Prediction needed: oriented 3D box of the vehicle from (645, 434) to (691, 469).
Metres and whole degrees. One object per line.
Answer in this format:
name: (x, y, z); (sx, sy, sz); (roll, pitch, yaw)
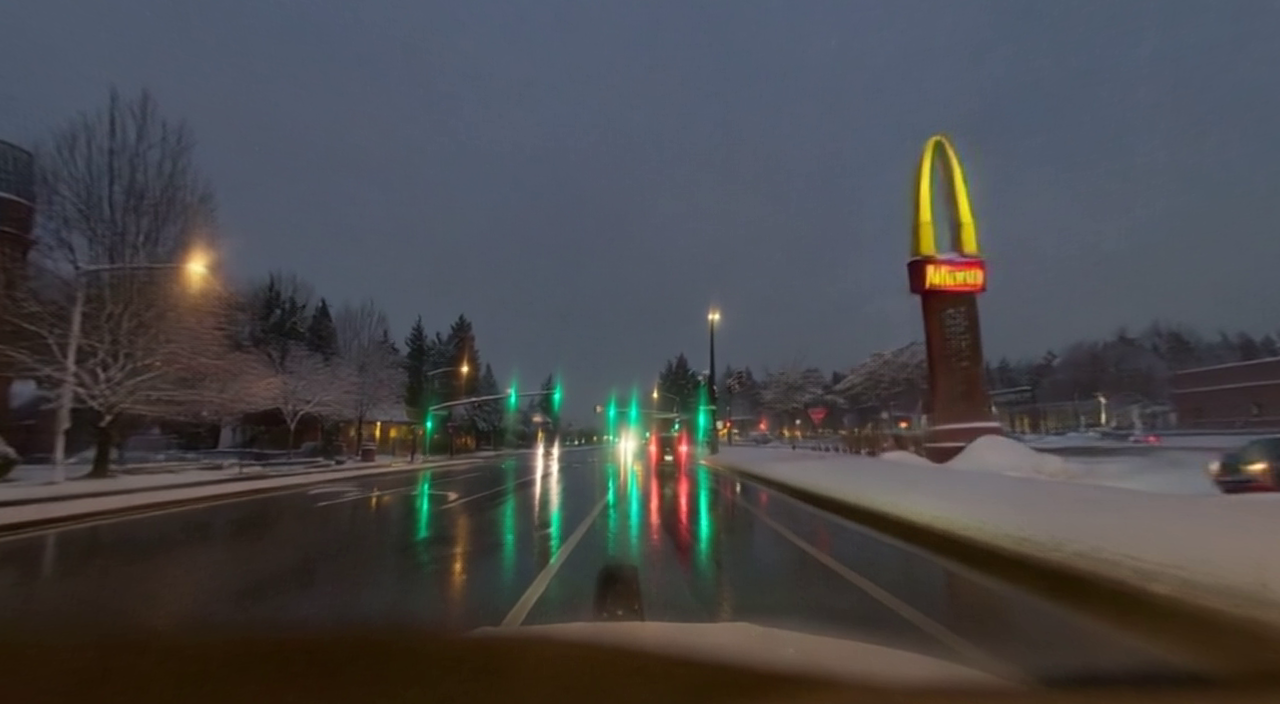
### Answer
vehicle: (1.417, 5.227, 33.293); (2.230, 1.683, 4.204); (0, -8, 1)

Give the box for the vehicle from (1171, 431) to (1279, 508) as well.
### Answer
vehicle: (14.330, 2.423, 13.355); (4.602, 1.461, 1.899); (1, -8, -5)
